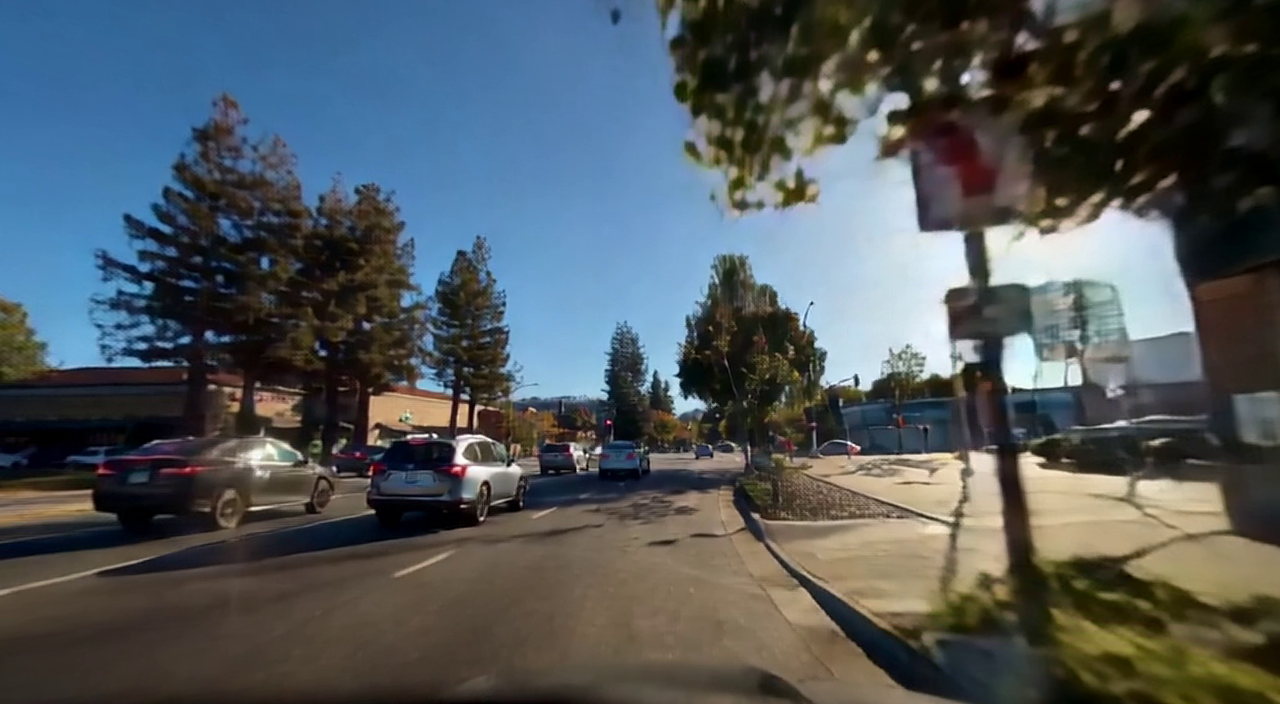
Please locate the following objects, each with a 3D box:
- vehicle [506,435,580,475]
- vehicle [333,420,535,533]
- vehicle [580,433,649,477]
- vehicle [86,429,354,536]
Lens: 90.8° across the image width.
[{"bbox_3d":[-4.745,5.170,31.774,2.160,1.779,4.549,0,-9,12],"label":"vehicle"},{"bbox_3d":[-3.507,2.208,11.749,2.002,1.664,4.113,0,-9,6],"label":"vehicle"},{"bbox_3d":[-1.074,4.808,29.720,2.167,1.832,4.679,0,-9,12],"label":"vehicle"},{"bbox_3d":[-7.337,2.287,11.665,1.974,1.558,3.949,1,-9,5],"label":"vehicle"}]
